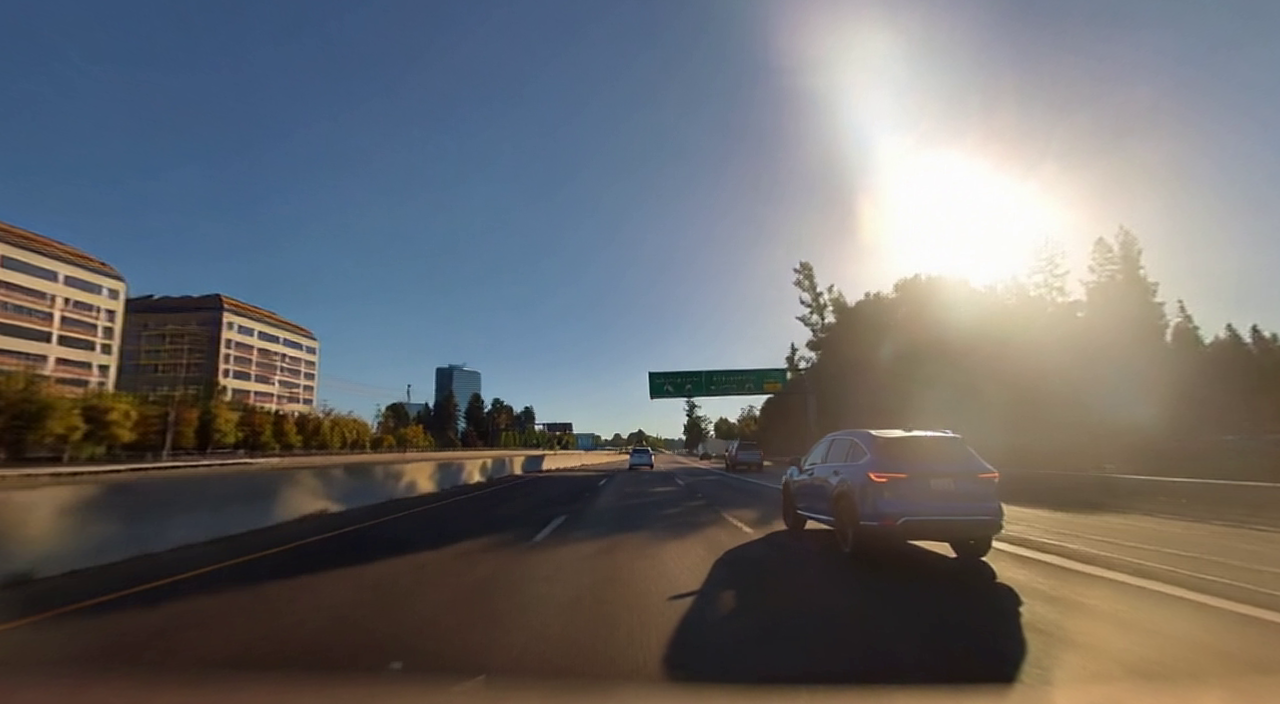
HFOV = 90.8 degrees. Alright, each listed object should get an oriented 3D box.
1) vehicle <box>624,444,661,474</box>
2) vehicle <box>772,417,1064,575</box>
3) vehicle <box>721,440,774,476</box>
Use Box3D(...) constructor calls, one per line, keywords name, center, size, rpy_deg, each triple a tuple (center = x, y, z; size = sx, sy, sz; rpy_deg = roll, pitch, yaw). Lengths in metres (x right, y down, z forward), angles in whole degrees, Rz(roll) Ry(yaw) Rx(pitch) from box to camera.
Box3D(name="vehicle", center=(0.161, 6.695, 39.869), size=(2.181, 1.768, 4.383), rpy_deg=(0, -9, 0))
Box3D(name="vehicle", center=(3.417, 1.858, 8.945), size=(2.097, 1.659, 4.320), rpy_deg=(0, -9, -1))
Box3D(name="vehicle", center=(7.319, 7.284, 43.768), size=(2.526, 2.230, 6.190), rpy_deg=(0, -9, 0))
